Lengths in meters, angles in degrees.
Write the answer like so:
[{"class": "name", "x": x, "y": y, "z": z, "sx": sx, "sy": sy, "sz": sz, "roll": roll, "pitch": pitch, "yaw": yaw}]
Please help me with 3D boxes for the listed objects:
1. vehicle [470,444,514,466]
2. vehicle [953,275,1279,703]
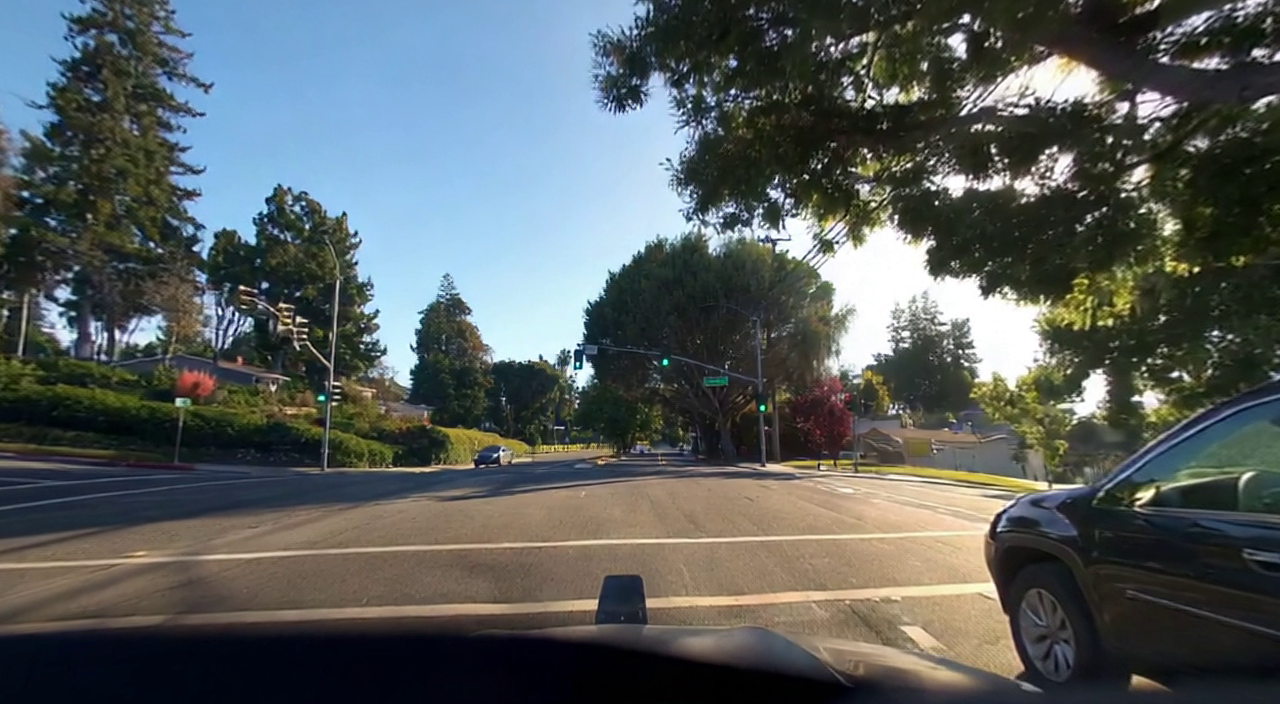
[{"class": "vehicle", "x": -10.429, "y": 7.254, "z": 44.726, "sx": 1.983, "sy": 1.482, "sz": 4.190, "roll": -1, "pitch": -8, "yaw": 2}, {"class": "vehicle", "x": 3.242, "y": 0.625, "z": 1.728, "sx": 2.256, "sy": 1.856, "sz": 4.840, "roll": 0, "pitch": -8, "yaw": 0}]
